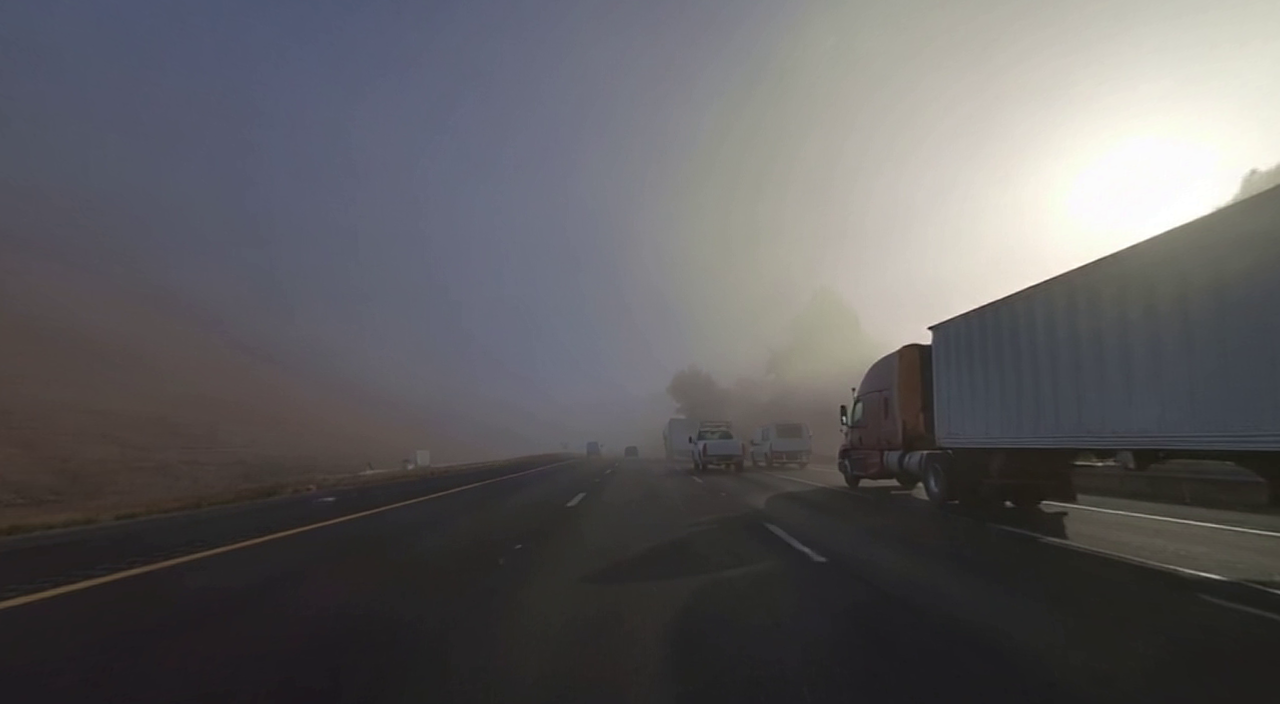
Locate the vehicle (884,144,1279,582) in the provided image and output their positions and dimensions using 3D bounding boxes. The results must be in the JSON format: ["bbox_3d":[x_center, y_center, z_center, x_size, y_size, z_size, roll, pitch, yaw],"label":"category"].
[{"bbox_3d":[7.652,0.317,7.529,2.935,4.187,16.357,0,-9,0],"label":"vehicle"}]

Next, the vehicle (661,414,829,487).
[{"bbox_3d":[3.355,3.276,21.134,5.075,2.277,2.365,0,-9,-3],"label":"vehicle"}]
